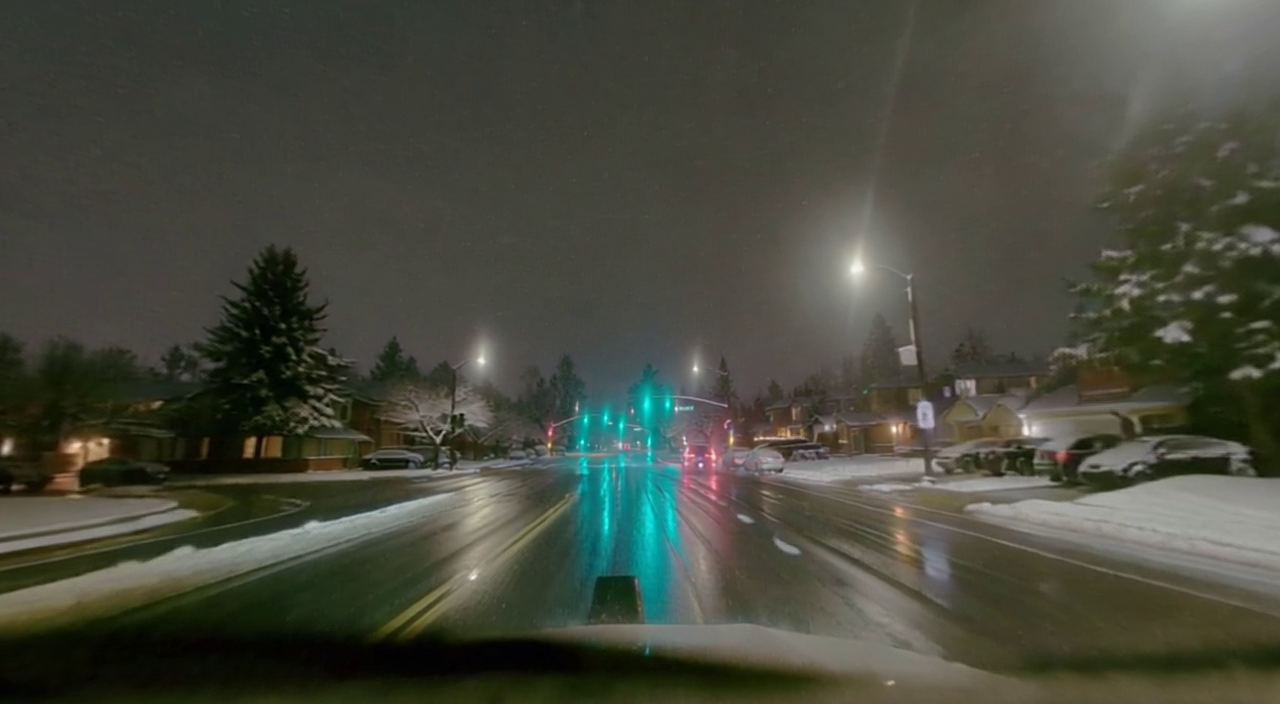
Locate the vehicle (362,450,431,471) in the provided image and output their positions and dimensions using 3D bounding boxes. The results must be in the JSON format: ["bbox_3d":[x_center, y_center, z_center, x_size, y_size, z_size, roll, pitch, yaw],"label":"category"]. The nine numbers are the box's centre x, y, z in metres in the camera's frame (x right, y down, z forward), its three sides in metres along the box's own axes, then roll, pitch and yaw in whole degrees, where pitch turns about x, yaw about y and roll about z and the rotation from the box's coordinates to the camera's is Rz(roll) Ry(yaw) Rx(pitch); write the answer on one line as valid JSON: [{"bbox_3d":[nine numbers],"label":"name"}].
[{"bbox_3d":[-18.793,8.390,48.967,4.598,1.445,1.973,-2,-9,-2],"label":"vehicle"}]

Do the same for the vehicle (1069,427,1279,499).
[{"bbox_3d":[15.624,3.182,18.373,4.739,1.667,1.998,-4,-7,0],"label":"vehicle"}]

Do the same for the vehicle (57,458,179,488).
[{"bbox_3d":[-27.150,6.294,32.976,4.600,1.468,1.869,0,-9,-3],"label":"vehicle"}]

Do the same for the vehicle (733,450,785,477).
[{"bbox_3d":[7.196,6.762,38.575,1.951,1.528,4.366,1,-9,-6],"label":"vehicle"}]
